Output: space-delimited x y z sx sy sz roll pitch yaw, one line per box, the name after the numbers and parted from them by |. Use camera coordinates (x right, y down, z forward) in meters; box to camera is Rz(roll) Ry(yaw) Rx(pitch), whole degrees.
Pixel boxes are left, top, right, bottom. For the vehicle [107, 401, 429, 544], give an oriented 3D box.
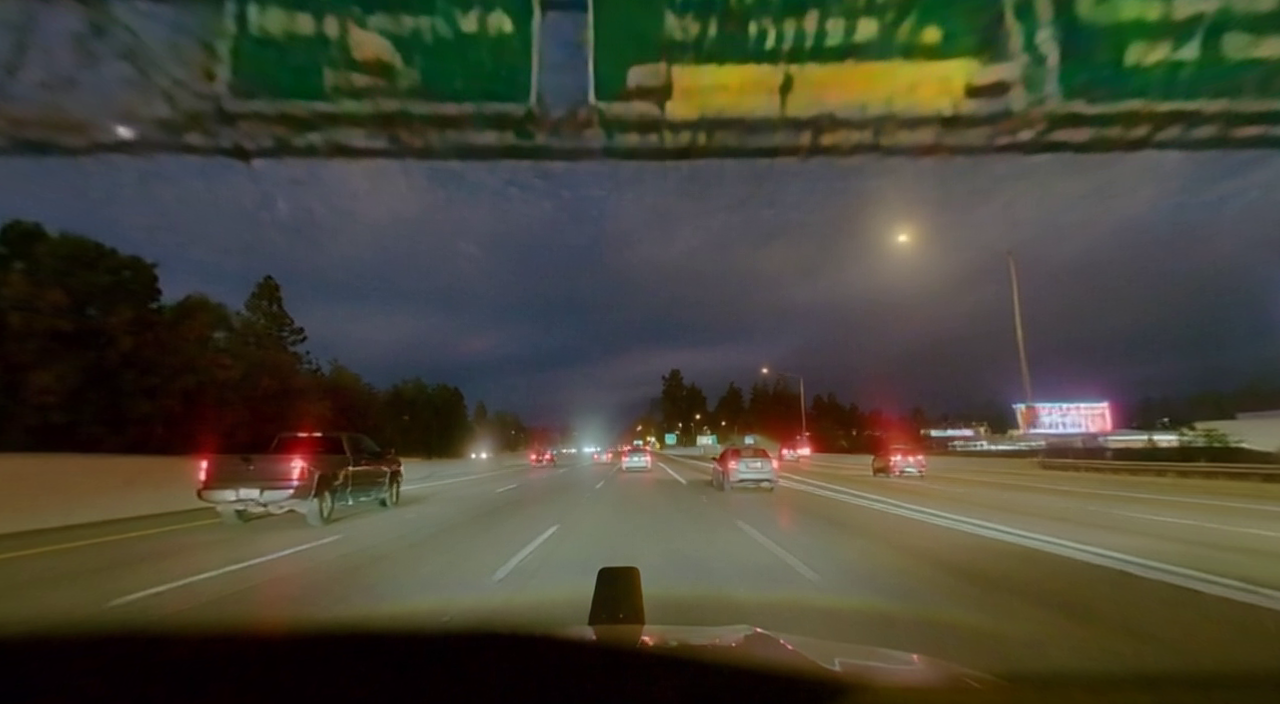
-6.324 2.165 12.117 2.444 2.012 6.122 0 -8 0 | vehicle

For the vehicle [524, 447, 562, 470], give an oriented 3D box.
-6.711 7.403 44.129 1.920 1.482 4.385 0 -8 0 | vehicle

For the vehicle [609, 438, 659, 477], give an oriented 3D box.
-0.292 5.282 32.001 2.323 1.805 4.729 0 -8 0 | vehicle

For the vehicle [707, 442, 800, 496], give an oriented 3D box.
3.369 3.556 19.605 2.011 1.462 4.286 0 -8 -1 | vehicle
